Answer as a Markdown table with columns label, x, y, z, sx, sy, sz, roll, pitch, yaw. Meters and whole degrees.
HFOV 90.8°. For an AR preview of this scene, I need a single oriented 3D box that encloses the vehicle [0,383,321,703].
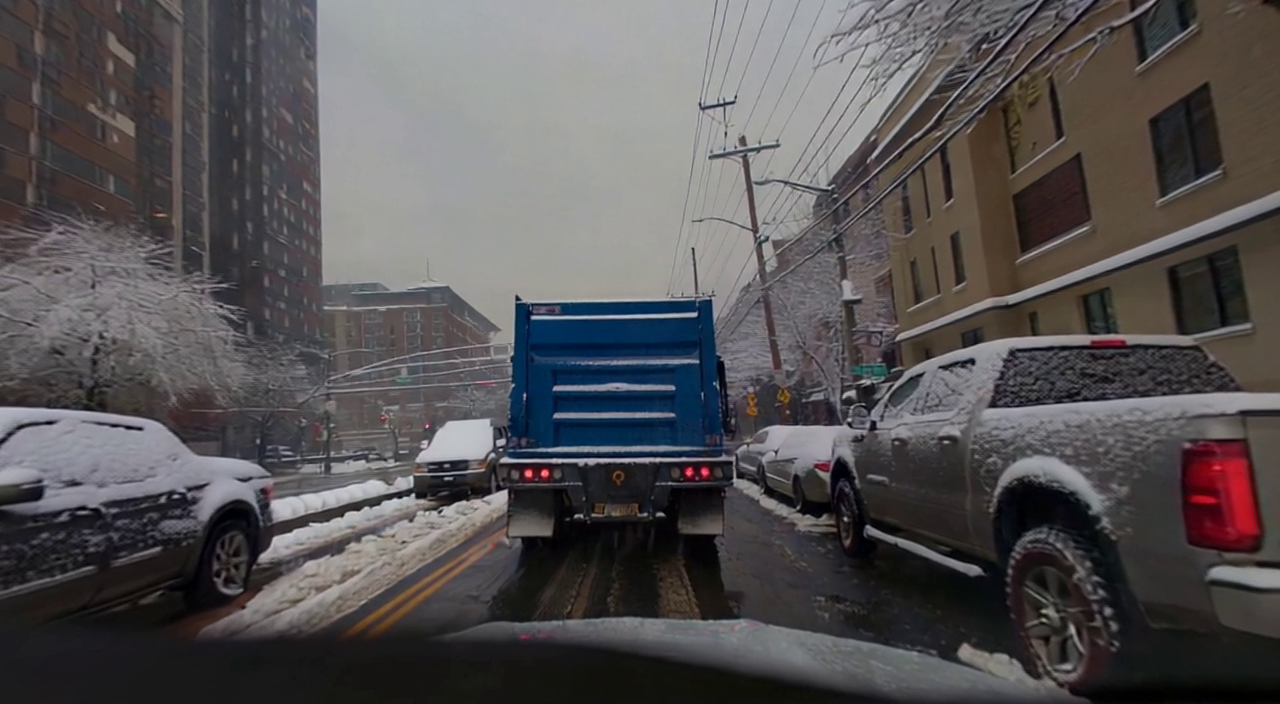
| label | x | y | z | sx | sy | sz | roll | pitch | yaw |
| --- | --- | --- | --- | --- | --- | --- | --- | --- | --- |
| vehicle | -4.122 | 1.101 | 3.820 | 1.988 | 1.657 | 4.492 | 0 | -8 | 1 |

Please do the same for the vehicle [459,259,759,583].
| label | x | y | z | sx | sy | sz | roll | pitch | yaw |
| --- | --- | --- | --- | --- | --- | --- | --- | --- | --- |
| vehicle | -0.258 | 1.231 | 10.367 | 2.878 | 3.204 | 8.244 | 0 | -8 | 1 |

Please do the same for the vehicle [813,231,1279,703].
| label | x | y | z | sx | sy | sz | roll | pitch | yaw |
| --- | --- | --- | --- | --- | --- | --- | --- | --- | --- |
| vehicle | 3.239 | 0.966 | 4.911 | 2.242 | 1.979 | 5.722 | 0 | -8 | 1 |
